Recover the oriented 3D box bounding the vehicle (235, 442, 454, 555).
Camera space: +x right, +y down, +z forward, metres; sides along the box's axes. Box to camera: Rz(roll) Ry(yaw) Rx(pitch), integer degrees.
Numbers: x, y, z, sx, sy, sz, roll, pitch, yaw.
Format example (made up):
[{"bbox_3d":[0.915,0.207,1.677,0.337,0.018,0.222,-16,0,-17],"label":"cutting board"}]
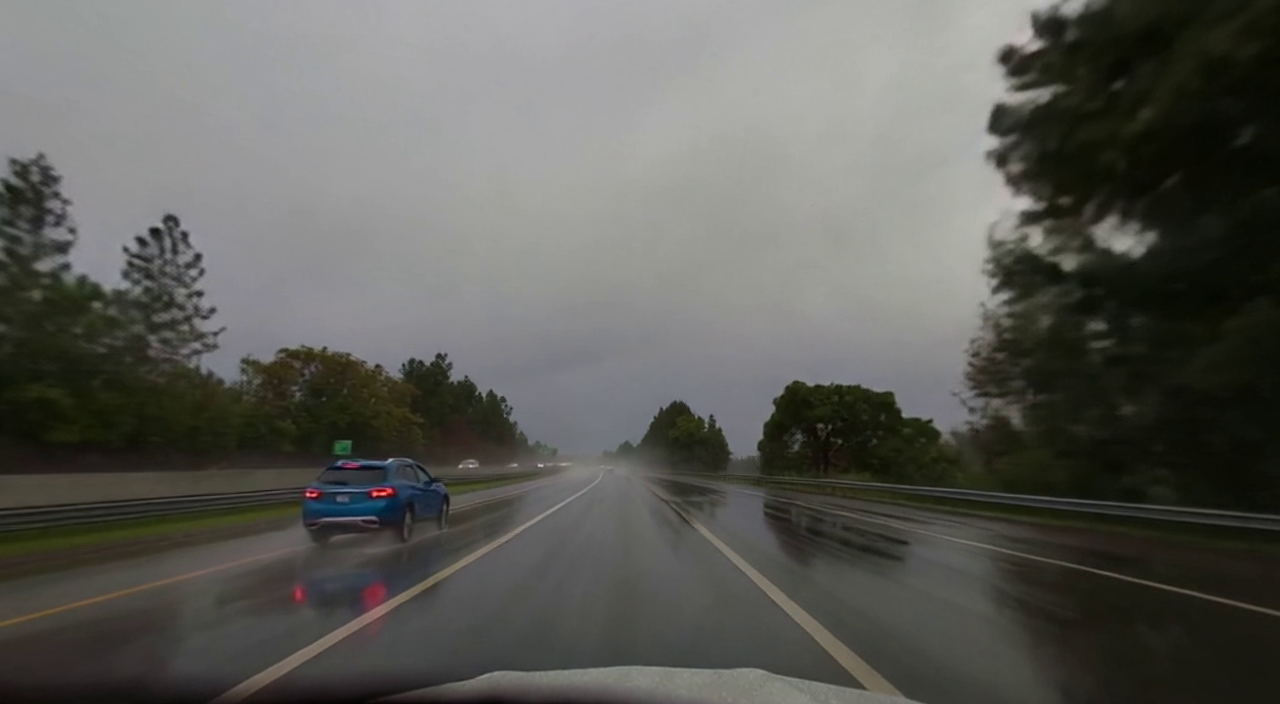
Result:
[{"bbox_3d":[-4.804,2.449,10.969,2.025,1.584,3.657,1,-10,-1],"label":"vehicle"}]
